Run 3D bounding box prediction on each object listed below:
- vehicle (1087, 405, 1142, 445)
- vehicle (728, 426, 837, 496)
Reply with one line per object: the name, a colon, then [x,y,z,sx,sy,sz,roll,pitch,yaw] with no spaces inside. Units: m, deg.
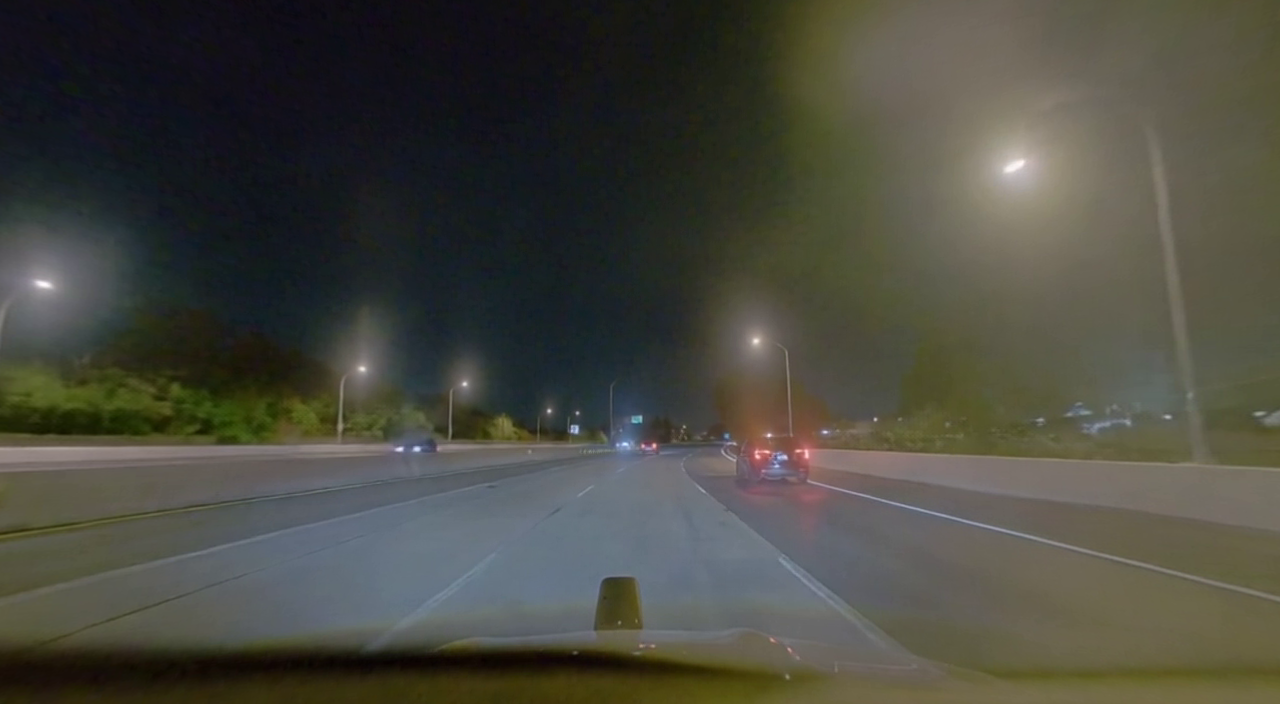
vehicle: [34.048,5.305,45.046,2.478,2.614,6.965,-8,-11,40]
vehicle: [3.820,2.997,17.669,2.090,1.715,4.228,0,-8,0]
